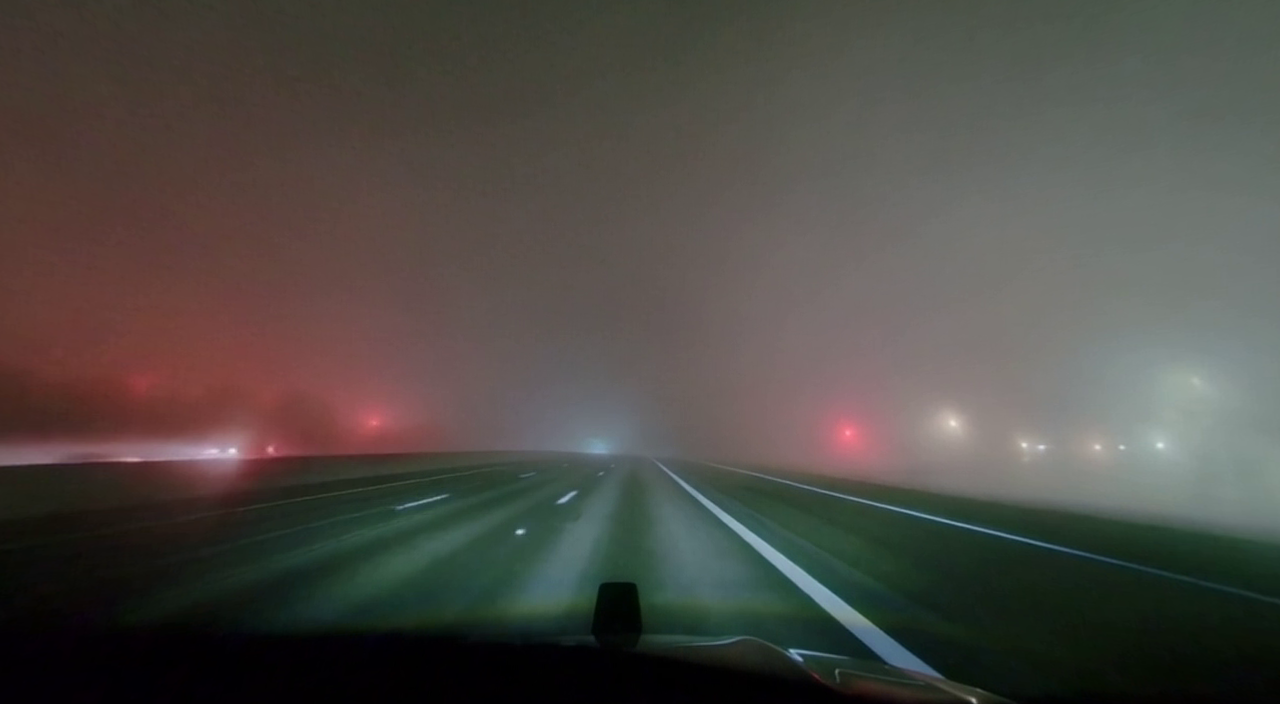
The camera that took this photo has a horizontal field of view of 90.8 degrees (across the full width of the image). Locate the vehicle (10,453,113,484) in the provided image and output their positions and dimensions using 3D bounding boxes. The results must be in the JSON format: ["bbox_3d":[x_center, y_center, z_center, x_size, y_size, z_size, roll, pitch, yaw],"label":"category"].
[{"bbox_3d":[-29.857,6.002,32.738,1.726,1.405,3.815,0,-8,0],"label":"vehicle"}]

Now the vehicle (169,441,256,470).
[{"bbox_3d":[-26.124,6.339,38.787,2.023,1.639,4.699,-1,-8,0],"label":"vehicle"}]
